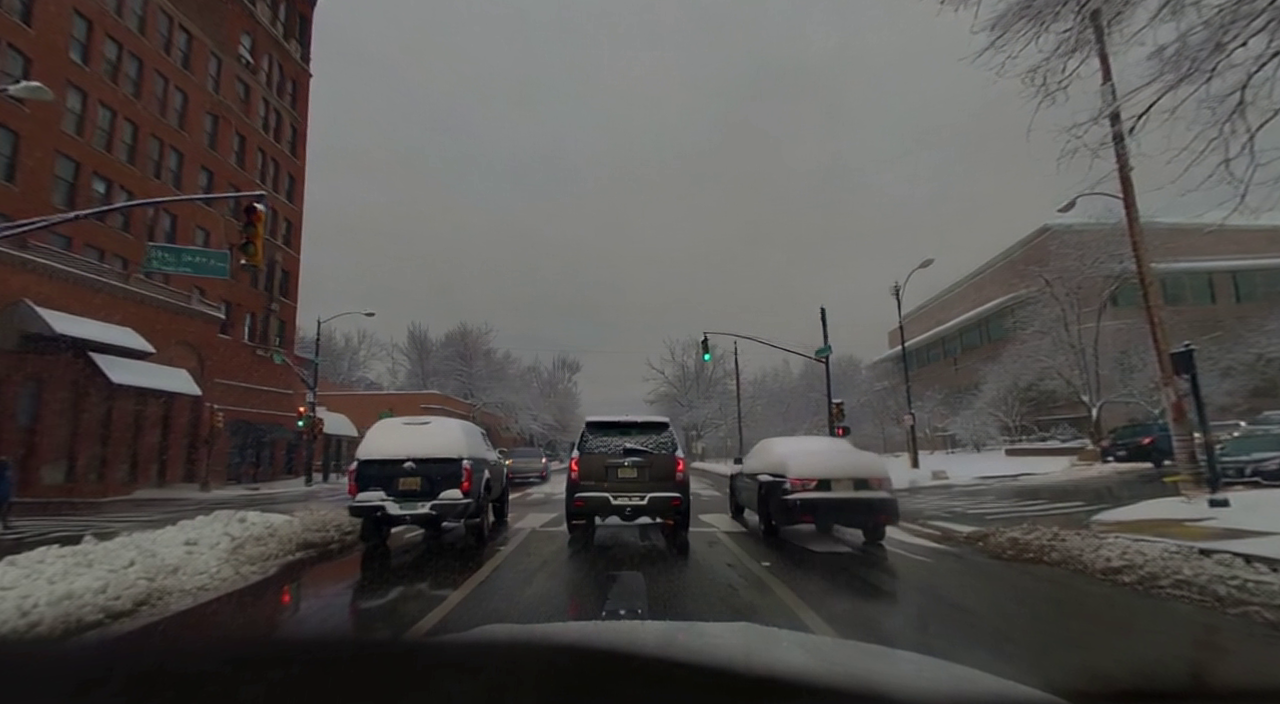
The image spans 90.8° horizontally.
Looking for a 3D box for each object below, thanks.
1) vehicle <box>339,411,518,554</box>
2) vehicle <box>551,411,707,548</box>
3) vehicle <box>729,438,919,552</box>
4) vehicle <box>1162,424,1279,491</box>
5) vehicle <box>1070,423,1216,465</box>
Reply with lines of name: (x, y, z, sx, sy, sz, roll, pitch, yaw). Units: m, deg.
vehicle: (-3.125, 1.987, 10.326, 1.855, 1.812, 4.244, 1, -8, -6)
vehicle: (-0.187, 2.074, 10.917, 2.105, 1.842, 4.537, 0, -8, -1)
vehicle: (2.686, 2.170, 10.347, 1.852, 1.462, 4.155, 0, -8, 0)
vehicle: (17.390, 2.896, 17.333, 4.547, 1.720, 1.624, 0, -12, -1)
vehicle: (20.815, 3.825, 26.299, 4.355, 1.663, 1.948, 0, -8, 0)
